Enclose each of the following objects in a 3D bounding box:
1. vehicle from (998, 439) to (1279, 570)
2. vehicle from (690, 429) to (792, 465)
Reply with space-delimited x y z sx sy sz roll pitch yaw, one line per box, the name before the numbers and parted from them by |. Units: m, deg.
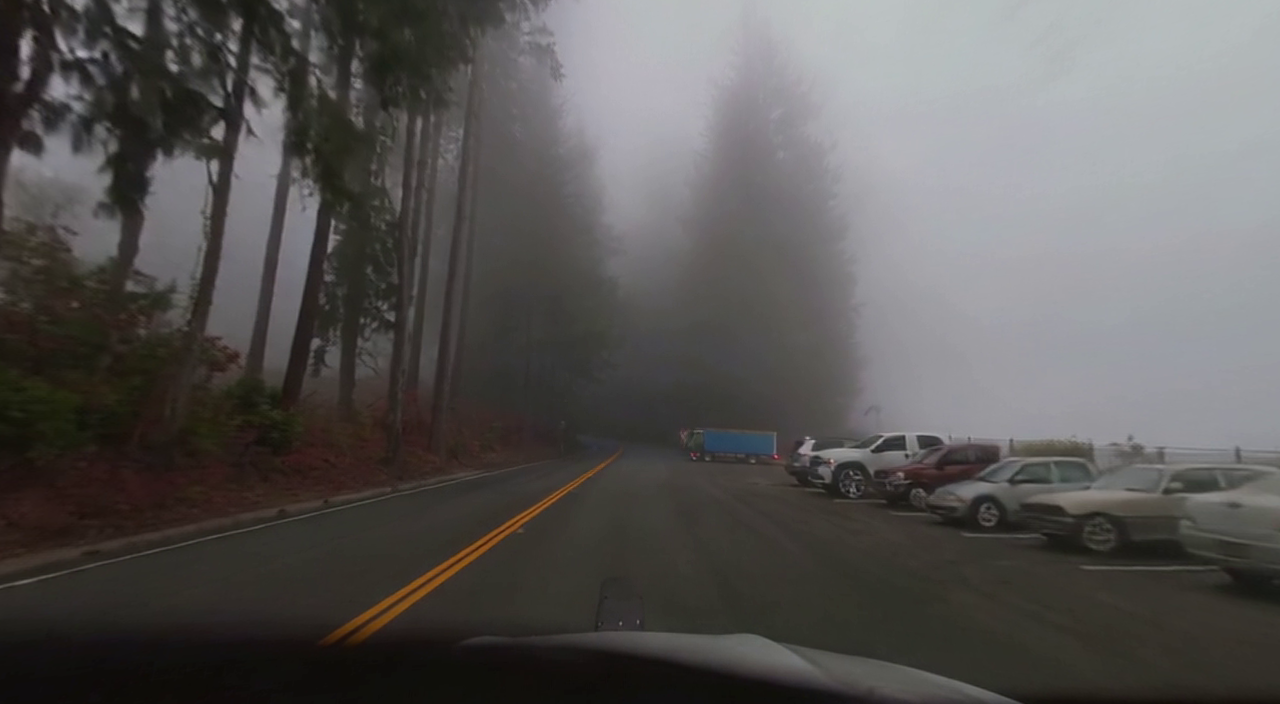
vehicle | 7.271 1.896 8.300 3.930 1.475 1.933 0 -8 -1
vehicle | 6.098 5.850 38.874 5.797 2.070 2.502 0 -8 -1
